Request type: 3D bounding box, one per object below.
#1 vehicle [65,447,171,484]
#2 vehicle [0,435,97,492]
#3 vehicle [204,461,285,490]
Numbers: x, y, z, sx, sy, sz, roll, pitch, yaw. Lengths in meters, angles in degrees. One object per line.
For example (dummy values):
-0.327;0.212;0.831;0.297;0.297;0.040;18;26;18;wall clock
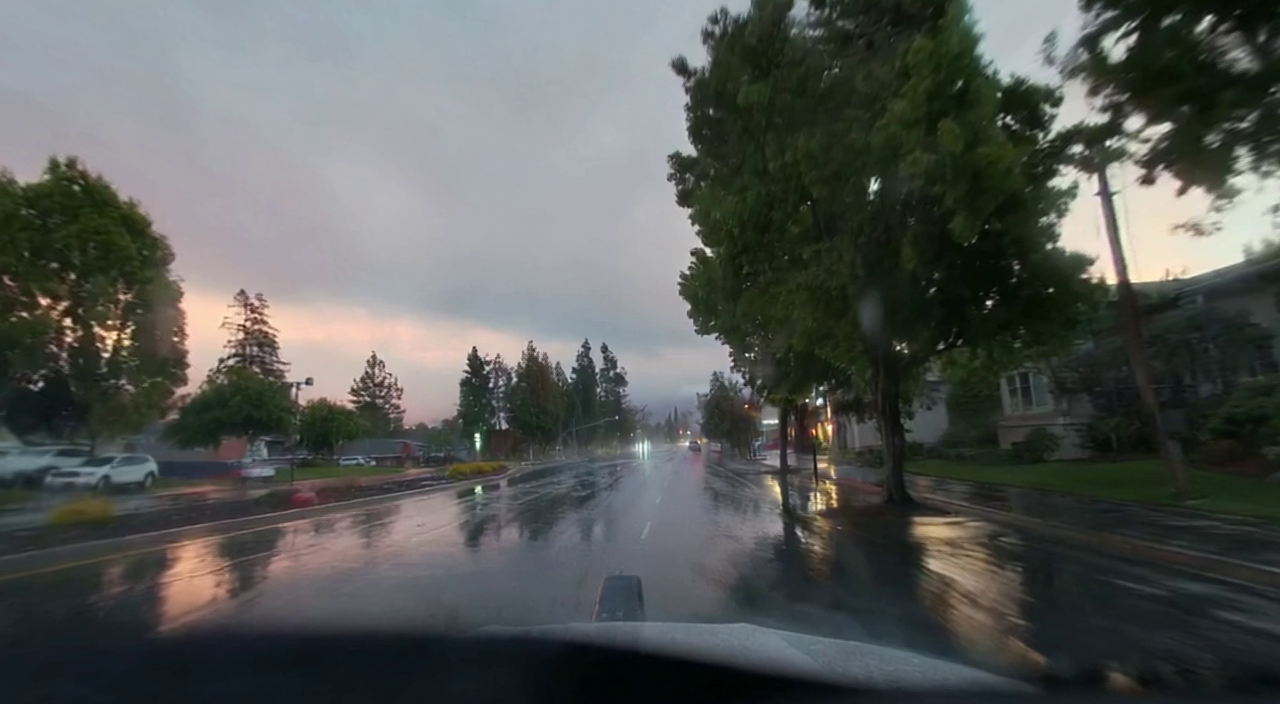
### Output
-22.862;4.965;27.835;1.321;1.485;3.681;0;-9;3;vehicle
-22.886;3.984;22.707;1.693;1.922;5.304;-1;-9;4;vehicle
-22.071;6.887;35.446;1.618;1.425;4.159;-1;-9;4;vehicle
